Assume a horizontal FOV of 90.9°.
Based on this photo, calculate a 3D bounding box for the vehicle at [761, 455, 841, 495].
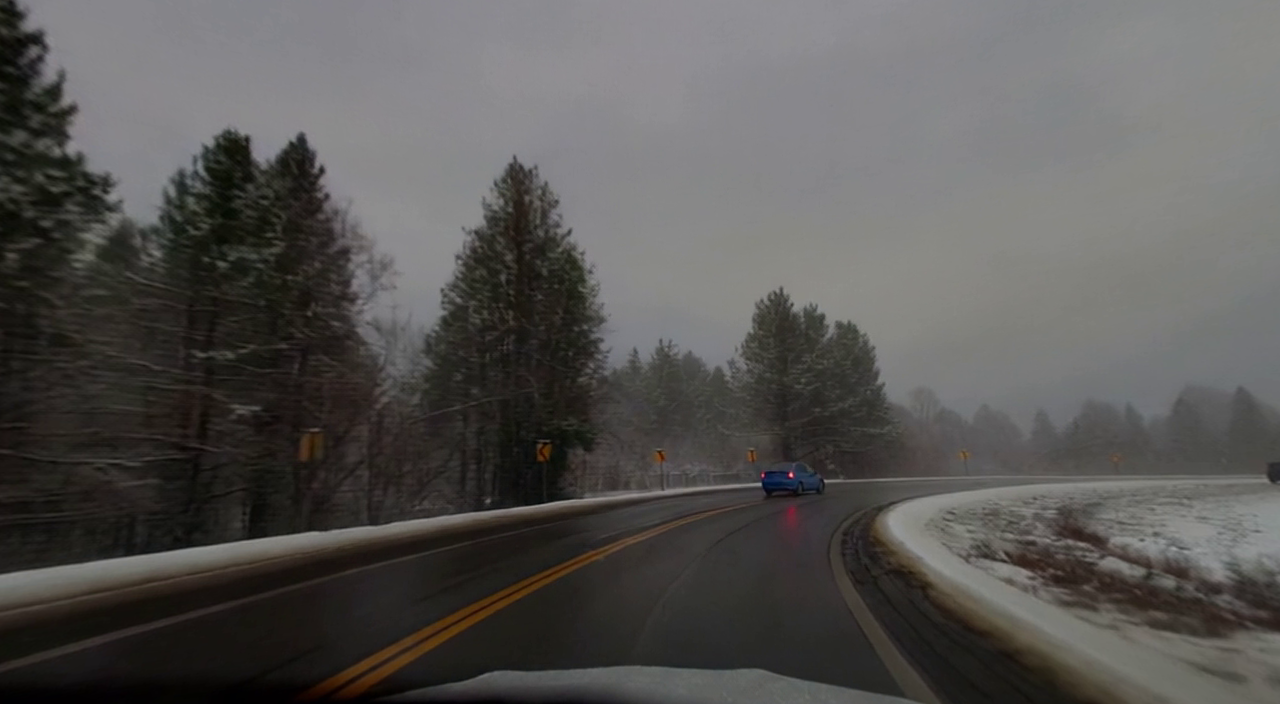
[{"bbox_3d":[7.472,5.627,28.972,1.997,1.692,4.422,-7,-13,36],"label":"vehicle"}]
